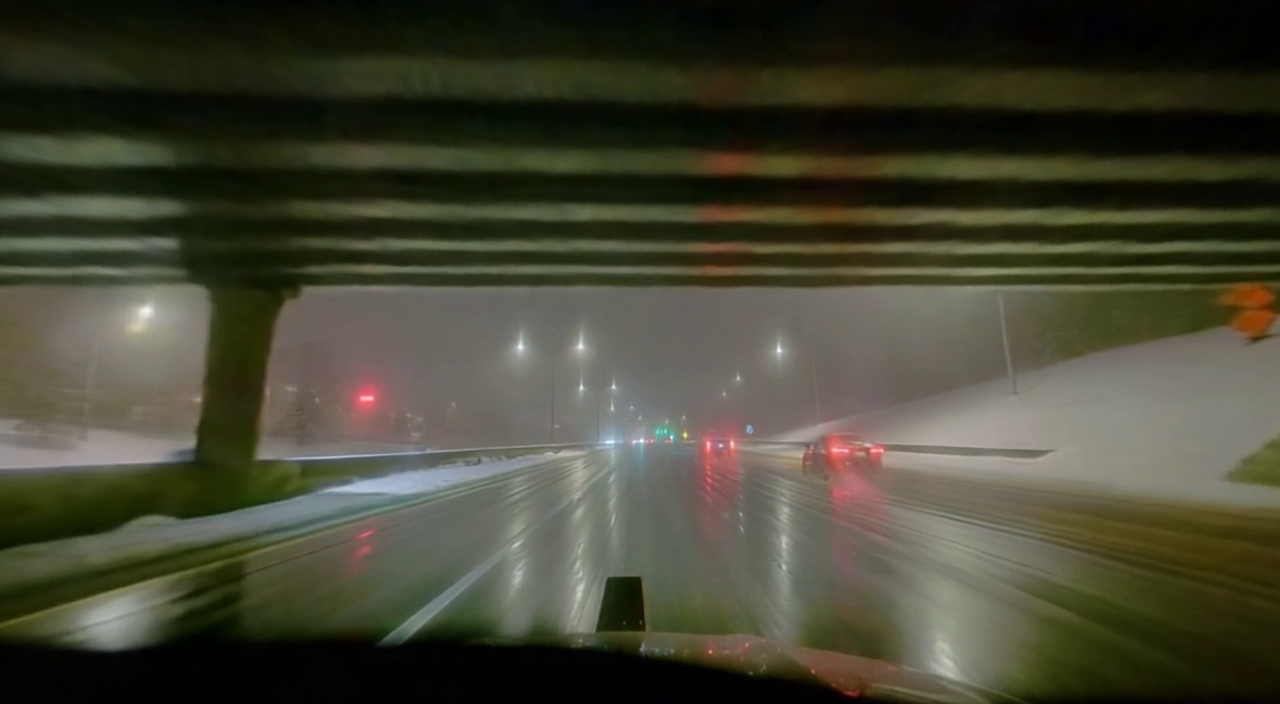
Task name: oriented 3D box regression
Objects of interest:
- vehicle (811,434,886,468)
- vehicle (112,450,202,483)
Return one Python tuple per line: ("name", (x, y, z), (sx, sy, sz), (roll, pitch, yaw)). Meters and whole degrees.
("vehicle", (9.936, 4.768, 30.484), (2.000, 1.514, 4.585), (0, -8, -1))
("vehicle", (-31.140, 7.341, 40.840), (2.065, 1.859, 4.769), (-2, -8, 0))
